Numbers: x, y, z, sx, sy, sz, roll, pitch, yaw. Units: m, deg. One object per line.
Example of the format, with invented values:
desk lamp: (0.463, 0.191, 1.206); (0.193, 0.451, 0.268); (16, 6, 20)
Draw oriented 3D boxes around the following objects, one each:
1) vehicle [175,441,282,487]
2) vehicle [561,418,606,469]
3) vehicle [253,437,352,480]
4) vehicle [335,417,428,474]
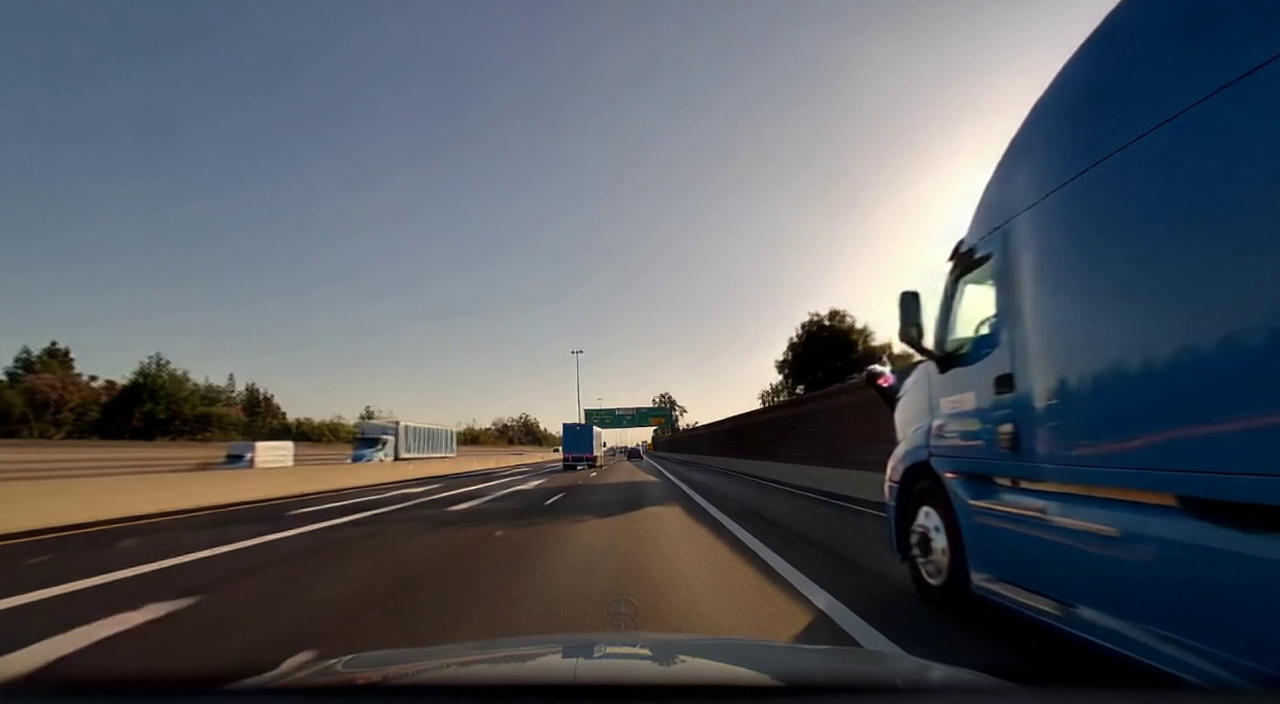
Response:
vehicle: (-24.280, 6.610, 37.587); (2.374, 2.485, 5.901); (0, -9, 0)
vehicle: (-4.031, 6.764, 46.516); (2.707, 3.461, 7.191); (0, -9, 0)
vehicle: (-24.396, 7.745, 46.278); (2.520, 2.851, 8.576); (0, -9, 0)
vehicle: (-19.967, 7.371, 49.629); (3.025, 3.917, 10.227); (0, -9, 0)
